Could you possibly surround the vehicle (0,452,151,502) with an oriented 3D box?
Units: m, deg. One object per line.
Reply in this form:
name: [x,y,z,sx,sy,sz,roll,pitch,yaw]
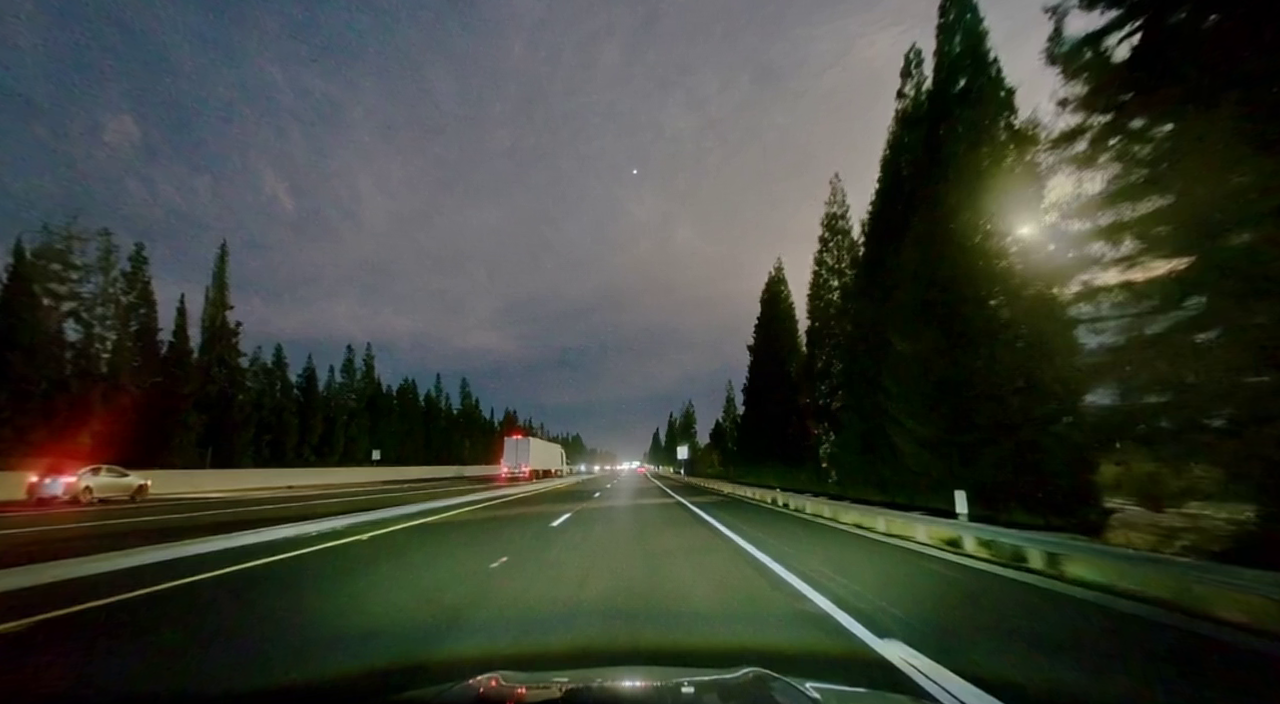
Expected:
vehicle: [-18.442,3.999,20.334,1.745,1.430,4.252,0,-10,2]
